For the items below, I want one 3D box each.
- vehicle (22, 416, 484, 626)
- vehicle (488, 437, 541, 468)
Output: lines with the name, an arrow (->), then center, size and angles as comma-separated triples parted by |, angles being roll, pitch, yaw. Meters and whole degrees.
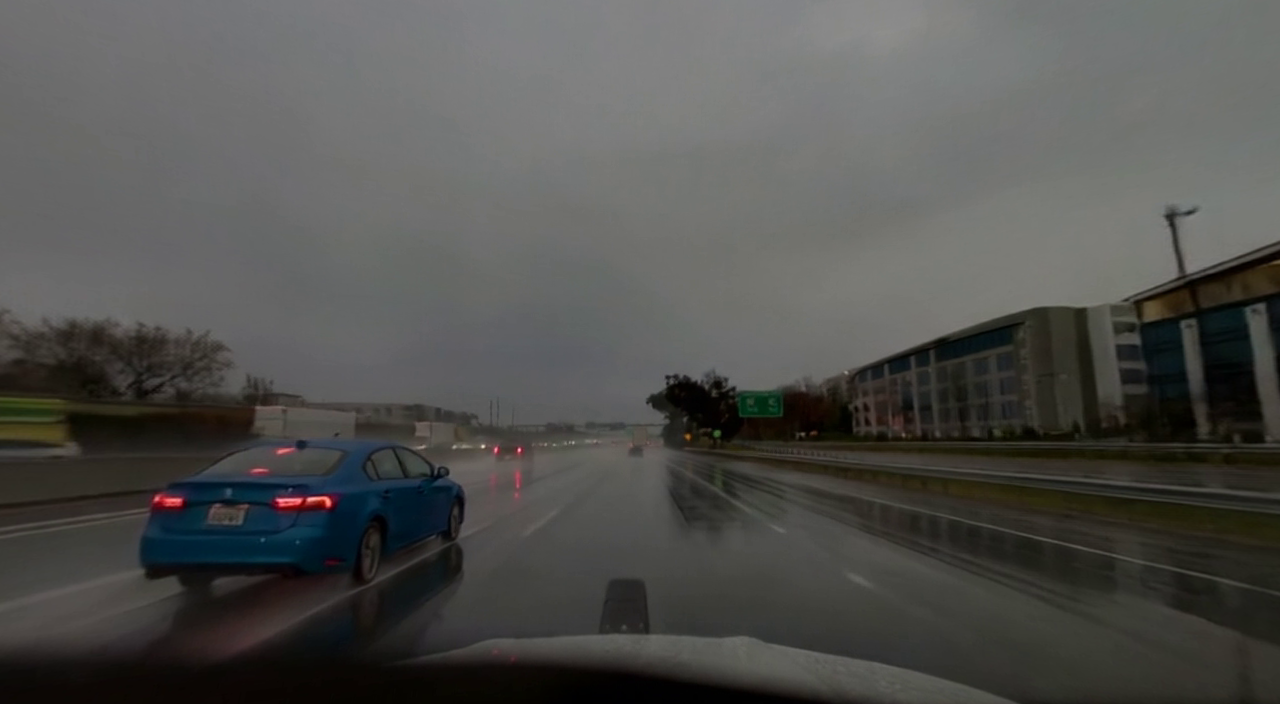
vehicle -> -3.562, 1.650, 7.311 | 2.144, 1.565, 4.951 | 0, -8, 1
vehicle -> -7.256, 5.852, 36.826 | 2.118, 1.675, 4.395 | 0, -8, 1
